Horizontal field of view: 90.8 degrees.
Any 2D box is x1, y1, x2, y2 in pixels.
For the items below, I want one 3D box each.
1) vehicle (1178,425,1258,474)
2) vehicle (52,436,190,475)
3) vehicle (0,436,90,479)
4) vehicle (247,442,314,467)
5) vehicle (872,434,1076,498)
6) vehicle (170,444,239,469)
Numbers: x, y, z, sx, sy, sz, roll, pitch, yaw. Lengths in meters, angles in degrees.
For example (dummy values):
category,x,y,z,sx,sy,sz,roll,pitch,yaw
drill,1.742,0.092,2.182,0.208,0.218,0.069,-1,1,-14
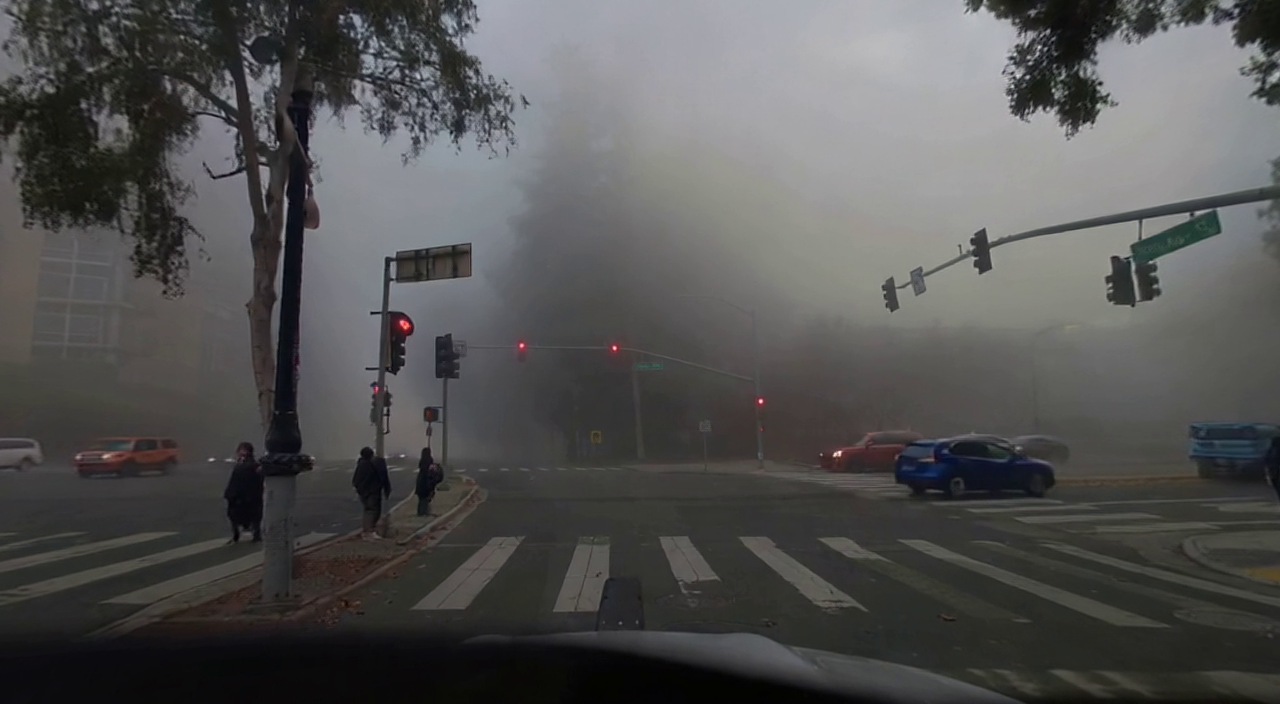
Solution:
category,x,y,z,sx,sy,sz,roll,pitch,yaw
vehicle,23.648,4.007,26.014,2.066,1.821,4.509,-7,-11,39
vehicle,-27.315,5.475,33.643,2.388,1.858,6.056,0,-8,-2
vehicle,-30.712,5.137,30.889,2.456,1.961,5.978,0,-8,-3
vehicle,-24.453,6.944,43.142,2.056,1.604,4.436,0,-8,-2
vehicle,8.719,2.967,16.713,4.312,1.540,2.007,1,-8,-8
vehicle,-31.041,7.429,45.208,2.069,1.660,4.302,0,-8,-4
